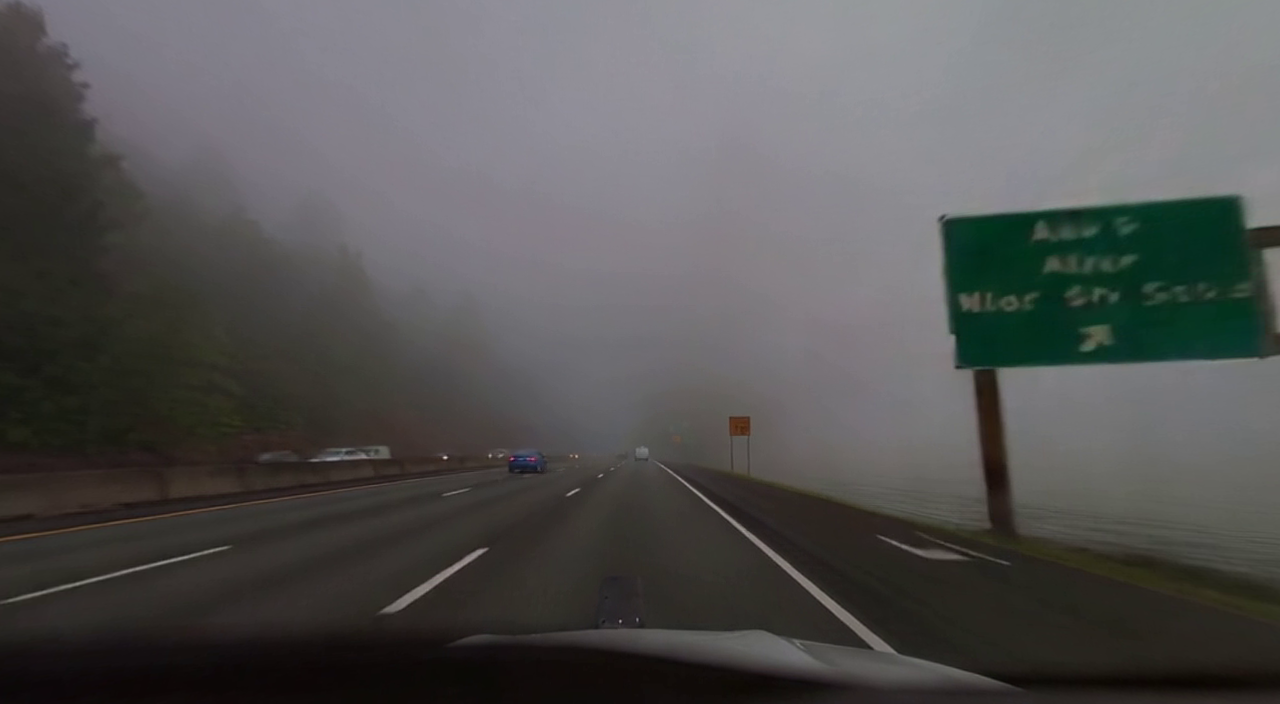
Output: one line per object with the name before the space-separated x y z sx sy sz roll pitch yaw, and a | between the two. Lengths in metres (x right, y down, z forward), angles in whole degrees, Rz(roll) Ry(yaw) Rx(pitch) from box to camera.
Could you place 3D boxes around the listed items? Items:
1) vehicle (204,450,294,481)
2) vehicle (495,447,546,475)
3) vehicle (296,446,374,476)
vehicle | -21.503 6.255 34.862 2.099 1.568 4.351 0 -9 1
vehicle | -7.206 6.641 38.508 2.094 1.579 4.655 0 -9 1
vehicle | -17.642 6.308 36.716 2.062 1.633 4.772 0 -9 1
